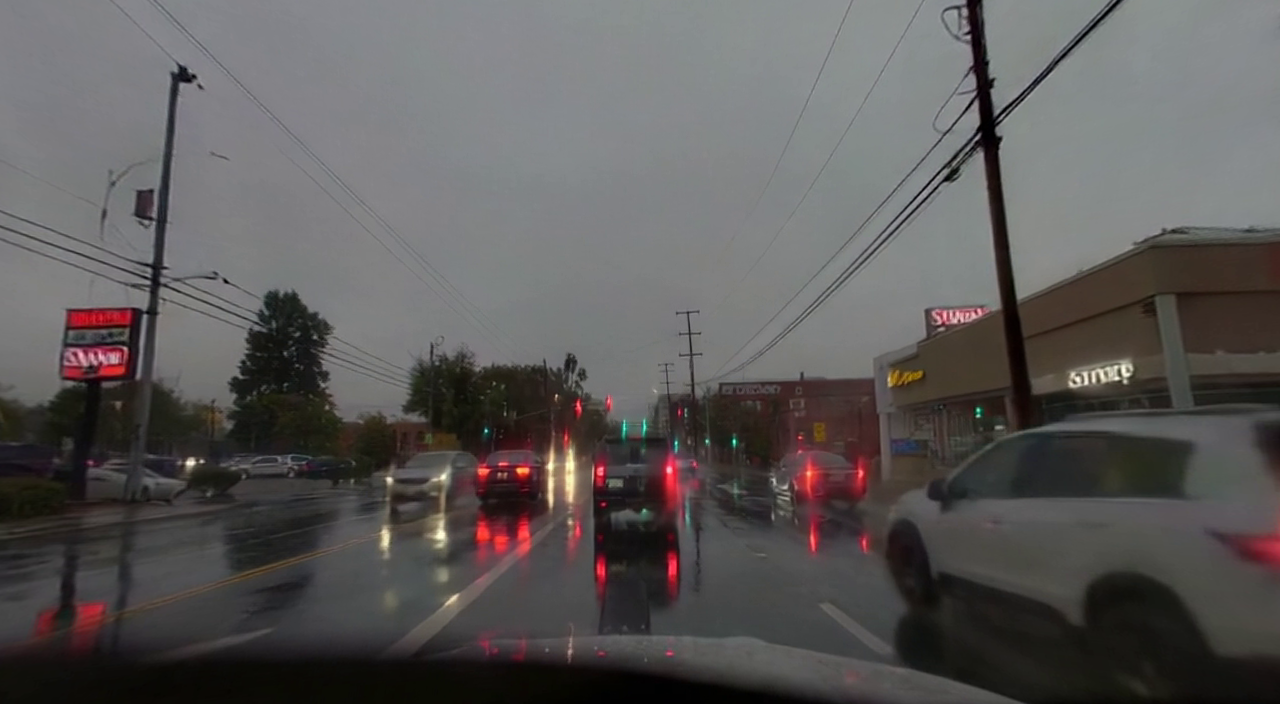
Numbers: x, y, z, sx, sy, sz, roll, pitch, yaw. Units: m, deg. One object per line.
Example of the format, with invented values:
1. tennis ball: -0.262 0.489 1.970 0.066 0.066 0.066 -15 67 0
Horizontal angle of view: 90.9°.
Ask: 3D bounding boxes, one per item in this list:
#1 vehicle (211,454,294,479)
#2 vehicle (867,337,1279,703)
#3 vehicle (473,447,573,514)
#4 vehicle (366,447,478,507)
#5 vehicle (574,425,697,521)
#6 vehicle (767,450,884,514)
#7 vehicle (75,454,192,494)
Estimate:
1. vehicle: -27.362 8.092 44.596 4.458 1.608 2.051 0 -8 2
2. vehicle: 3.343 1.072 3.695 2.276 1.787 4.630 0 -8 0
3. vehicle: -3.035 3.414 17.351 1.975 1.570 4.456 0 -8 -1
4. vehicle: -6.986 4.020 20.812 2.121 1.746 4.402 0 -8 0
5. vehicle: -0.118 3.013 16.394 2.638 2.065 5.313 0 -8 0
6. vehicle: 5.206 3.683 18.493 1.994 1.545 4.919 0 -8 1
7. vehicle: -26.312 6.291 33.046 2.123 1.820 5.136 0 -8 -4
